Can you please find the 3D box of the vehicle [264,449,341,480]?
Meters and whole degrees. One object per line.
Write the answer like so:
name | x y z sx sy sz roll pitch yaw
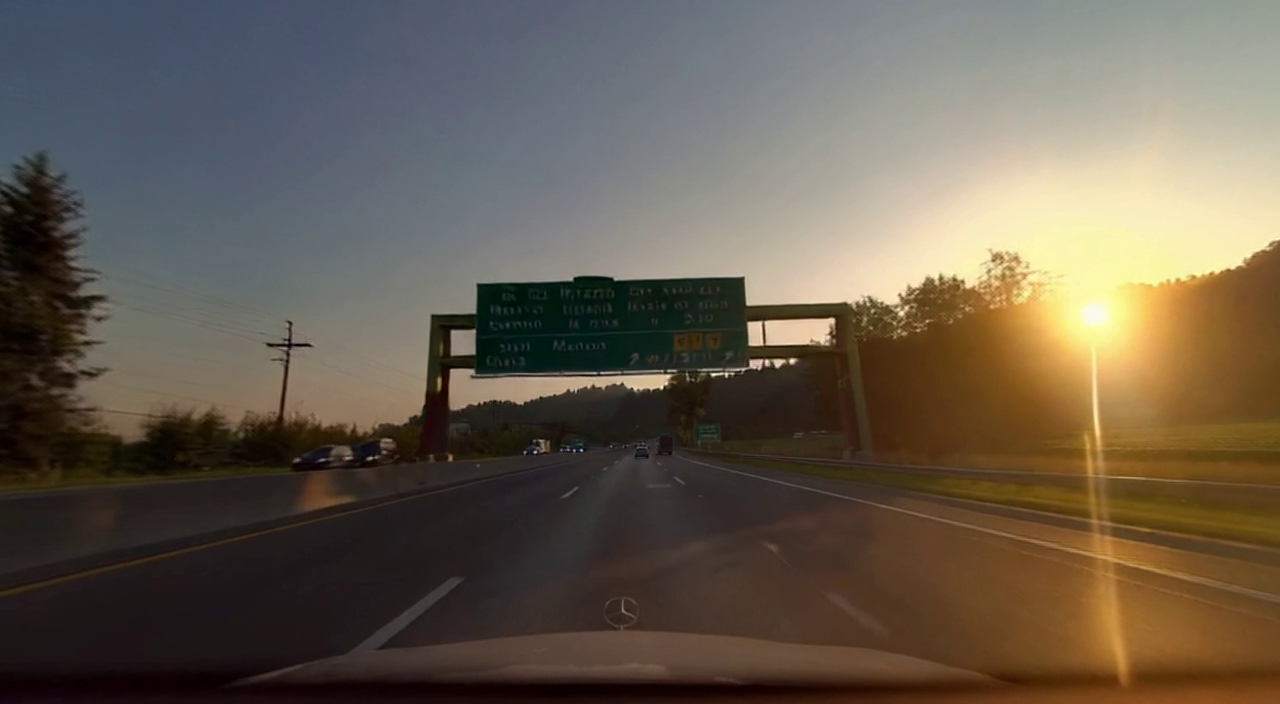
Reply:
vehicle | -19.792 6.586 37.079 2.114 1.661 4.377 0 -9 0

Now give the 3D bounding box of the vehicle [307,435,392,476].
vehicle | -19.878 7.139 43.475 2.629 2.571 6.663 0 -9 0
